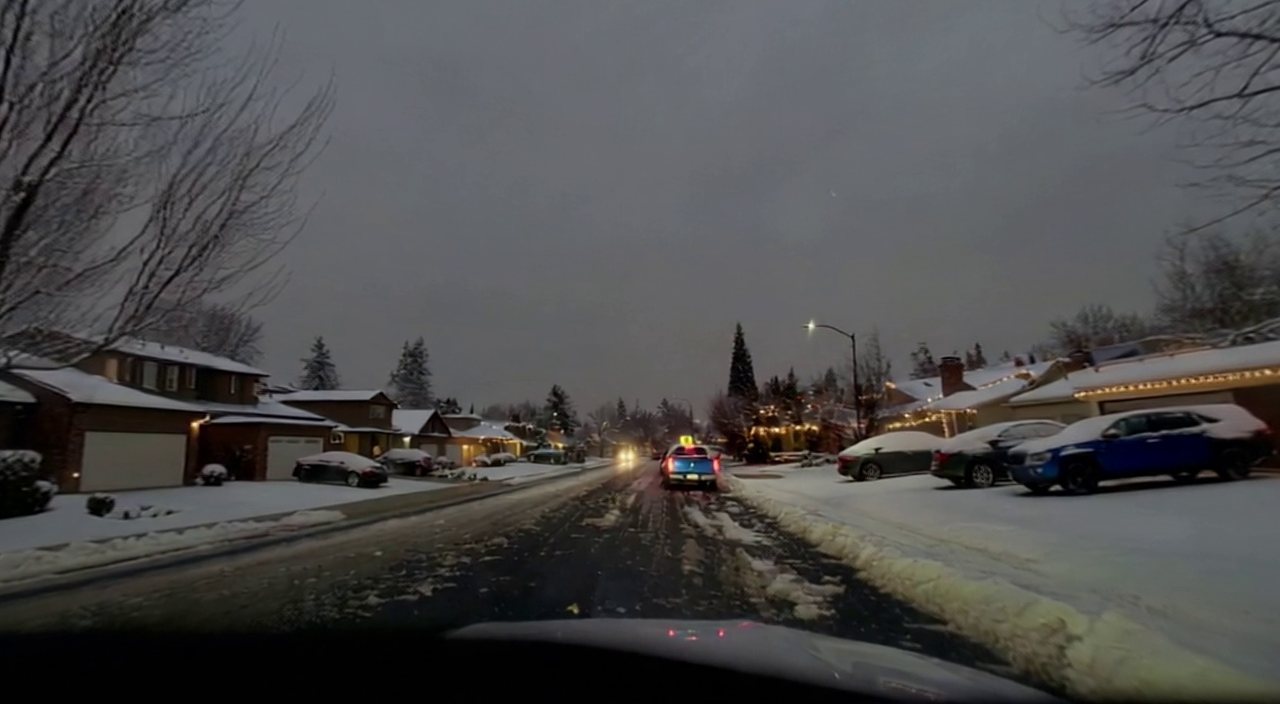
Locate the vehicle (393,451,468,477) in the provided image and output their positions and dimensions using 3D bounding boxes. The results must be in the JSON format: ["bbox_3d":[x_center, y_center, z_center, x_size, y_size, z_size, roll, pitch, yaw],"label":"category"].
[{"bbox_3d":[-13.772,7.364,41.777,4.319,1.605,1.770,0,-9,-2],"label":"vehicle"}]

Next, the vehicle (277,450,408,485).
[{"bbox_3d":[-13.212,5.134,28.248,4.916,1.485,1.807,0,-9,0],"label":"vehicle"}]

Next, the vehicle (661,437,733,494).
[{"bbox_3d":[2.289,4.529,25.630,2.552,2.024,5.414,-1,-9,5],"label":"vehicle"}]

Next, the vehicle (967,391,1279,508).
[{"bbox_3d":[8.916,1.797,11.656,4.554,1.515,1.858,-7,-9,5],"label":"vehicle"}]
